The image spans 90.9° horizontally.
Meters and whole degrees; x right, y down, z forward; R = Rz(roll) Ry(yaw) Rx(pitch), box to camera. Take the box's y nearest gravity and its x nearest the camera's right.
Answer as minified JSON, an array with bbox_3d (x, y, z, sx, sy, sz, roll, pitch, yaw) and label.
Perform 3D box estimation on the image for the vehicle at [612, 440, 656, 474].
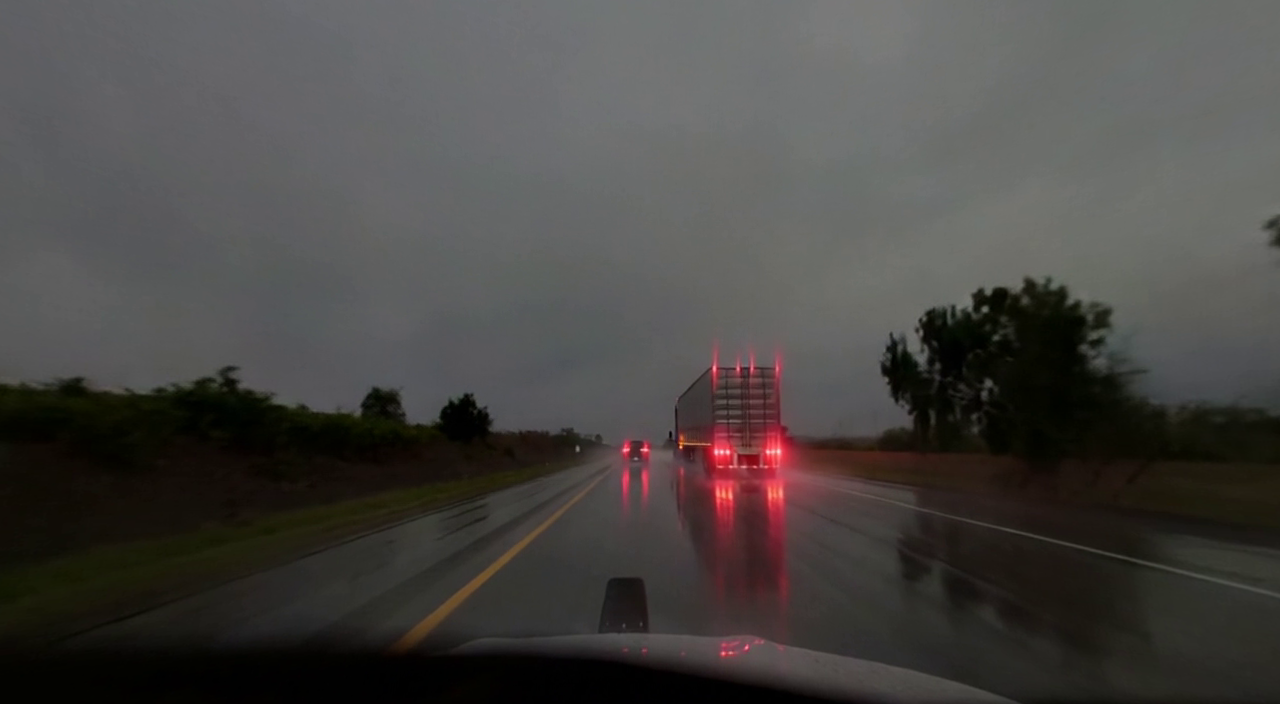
[{"bbox_3d":[-0.265,5.071,30.754,1.968,1.515,4.025,0,-8,0],"label":"vehicle"}]

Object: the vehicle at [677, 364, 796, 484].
[{"bbox_3d":[3.828,3.673,30.005,2.929,4.158,15.921,0,-9,-1],"label":"vehicle"}]
